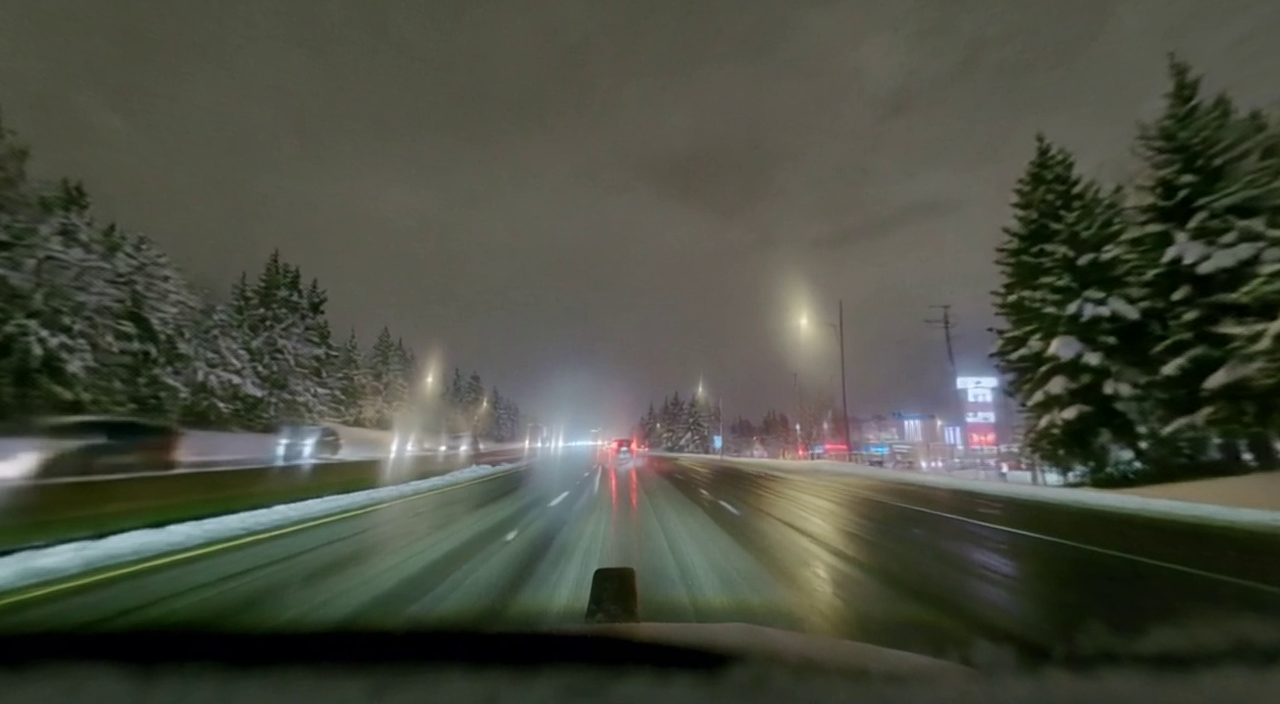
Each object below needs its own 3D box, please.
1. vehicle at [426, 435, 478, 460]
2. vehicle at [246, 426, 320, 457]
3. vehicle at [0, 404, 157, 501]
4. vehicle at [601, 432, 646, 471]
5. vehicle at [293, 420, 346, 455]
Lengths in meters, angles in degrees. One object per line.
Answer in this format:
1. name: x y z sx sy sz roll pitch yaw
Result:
1. vehicle: -12.245 6.280 41.475 2.073 1.508 4.703 0 -9 -2
2. vehicle: -23.320 5.908 41.541 2.041 1.867 5.283 0 -9 -3
3. vehicle: -11.215 1.733 10.905 2.059 1.520 4.674 0 -9 0
4. vehicle: -0.913 5.213 33.138 2.155 1.856 4.796 0 -9 -3
5. vehicle: -23.596 6.333 46.638 2.020 2.495 3.677 0 -9 -3
